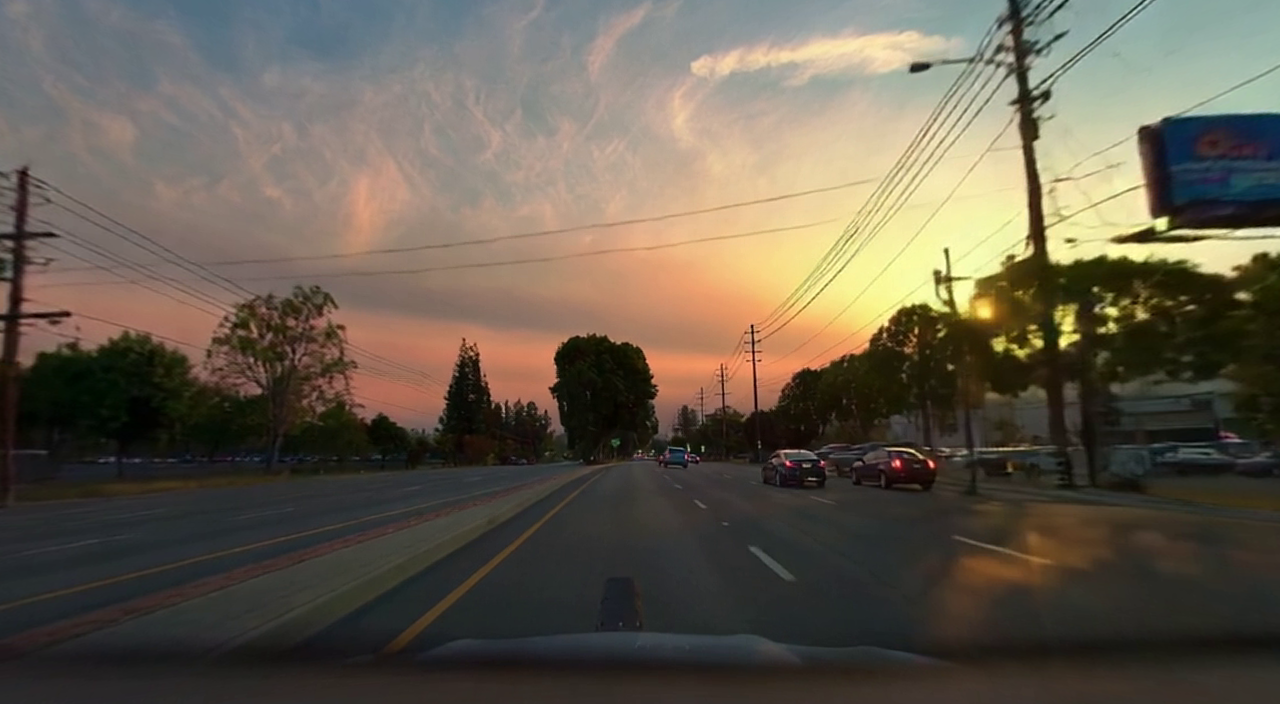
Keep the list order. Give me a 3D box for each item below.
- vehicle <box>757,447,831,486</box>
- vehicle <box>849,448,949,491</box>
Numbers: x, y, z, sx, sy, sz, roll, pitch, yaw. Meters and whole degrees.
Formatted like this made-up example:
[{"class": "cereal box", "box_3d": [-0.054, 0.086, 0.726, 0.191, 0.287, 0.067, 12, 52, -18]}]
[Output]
[{"class": "vehicle", "box_3d": [6.251, 4.680, 26.160, 1.882, 1.476, 4.344, 0, -8, -1]}, {"class": "vehicle", "box_3d": [9.838, 4.456, 24.462, 1.874, 1.482, 4.545, 0, -8, -1]}]
